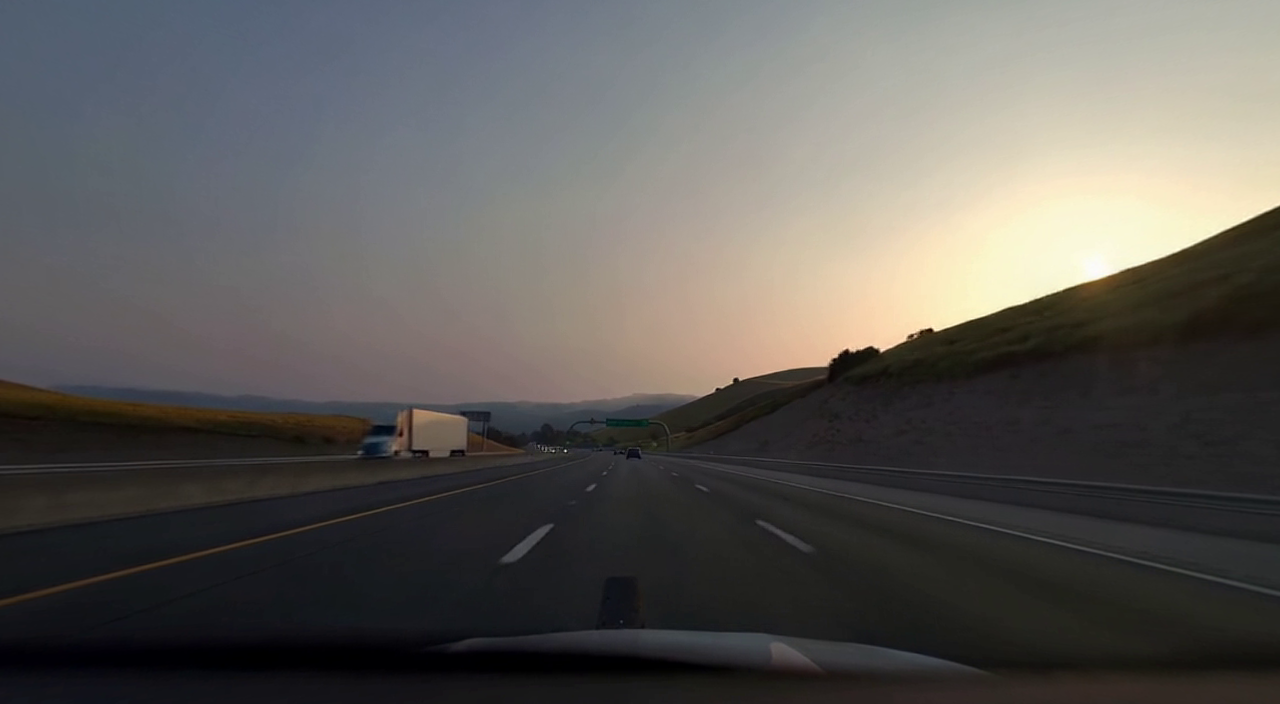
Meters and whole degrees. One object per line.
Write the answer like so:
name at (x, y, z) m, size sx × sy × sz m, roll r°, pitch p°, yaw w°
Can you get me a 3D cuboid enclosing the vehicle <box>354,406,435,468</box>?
vehicle at (-16.687, 5.884, 43.371) m, size 3.245 × 3.939 × 5.841 m, roll 0°, pitch -9°, yaw -2°
